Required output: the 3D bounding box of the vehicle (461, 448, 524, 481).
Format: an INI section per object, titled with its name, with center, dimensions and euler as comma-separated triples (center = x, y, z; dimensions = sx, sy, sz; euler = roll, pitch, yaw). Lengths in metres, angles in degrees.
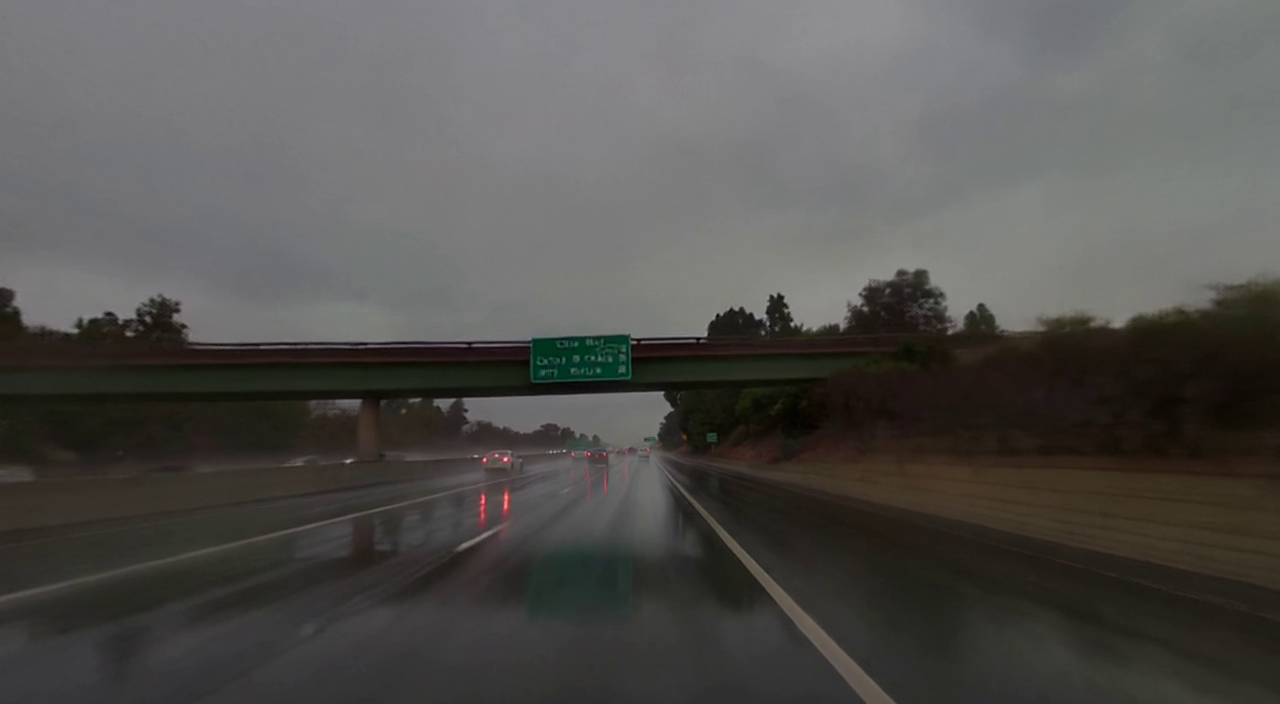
[vehicle]
center = -7.339, 5.625, 31.848
dimensions = 2.002, 1.507, 4.631
euler = 0, -9, 1
